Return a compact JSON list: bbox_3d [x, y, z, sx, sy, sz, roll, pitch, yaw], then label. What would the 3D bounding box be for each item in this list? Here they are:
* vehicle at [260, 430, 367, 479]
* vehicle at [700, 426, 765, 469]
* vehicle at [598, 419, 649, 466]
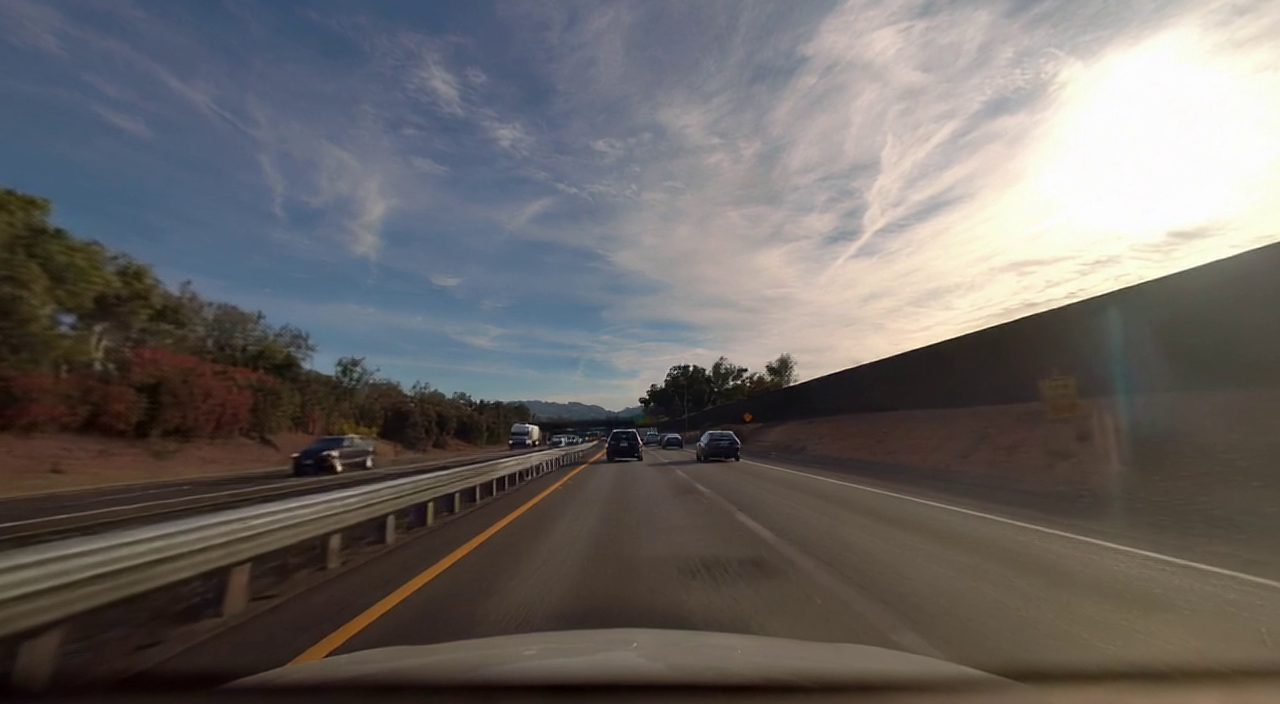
[{"bbox_3d":[-14.091,4.422,27.617,2.077,1.935,5.061,0,-8,-1],"label":"vehicle"},{"bbox_3d":[3.750,3.958,26.324,1.981,1.606,3.956,0,-8,-2],"label":"vehicle"},{"bbox_3d":[-0.814,4.349,30.445,2.270,2.044,4.633,0,-8,-2],"label":"vehicle"}]
